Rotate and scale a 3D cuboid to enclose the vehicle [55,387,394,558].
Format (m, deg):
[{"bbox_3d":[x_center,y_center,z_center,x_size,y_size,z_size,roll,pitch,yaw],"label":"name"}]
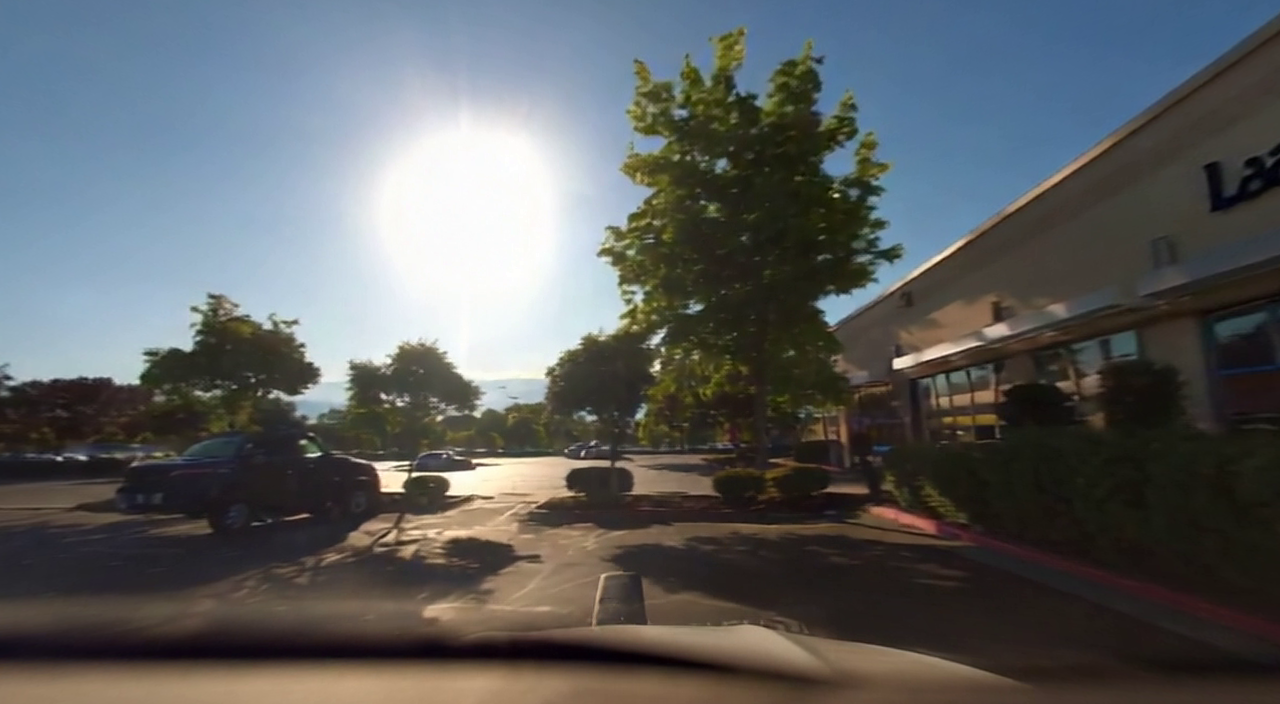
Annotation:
[{"bbox_3d":[-6.644,1.997,11.189,2.200,2.257,5.237,-2,-8,3],"label":"vehicle"}]
